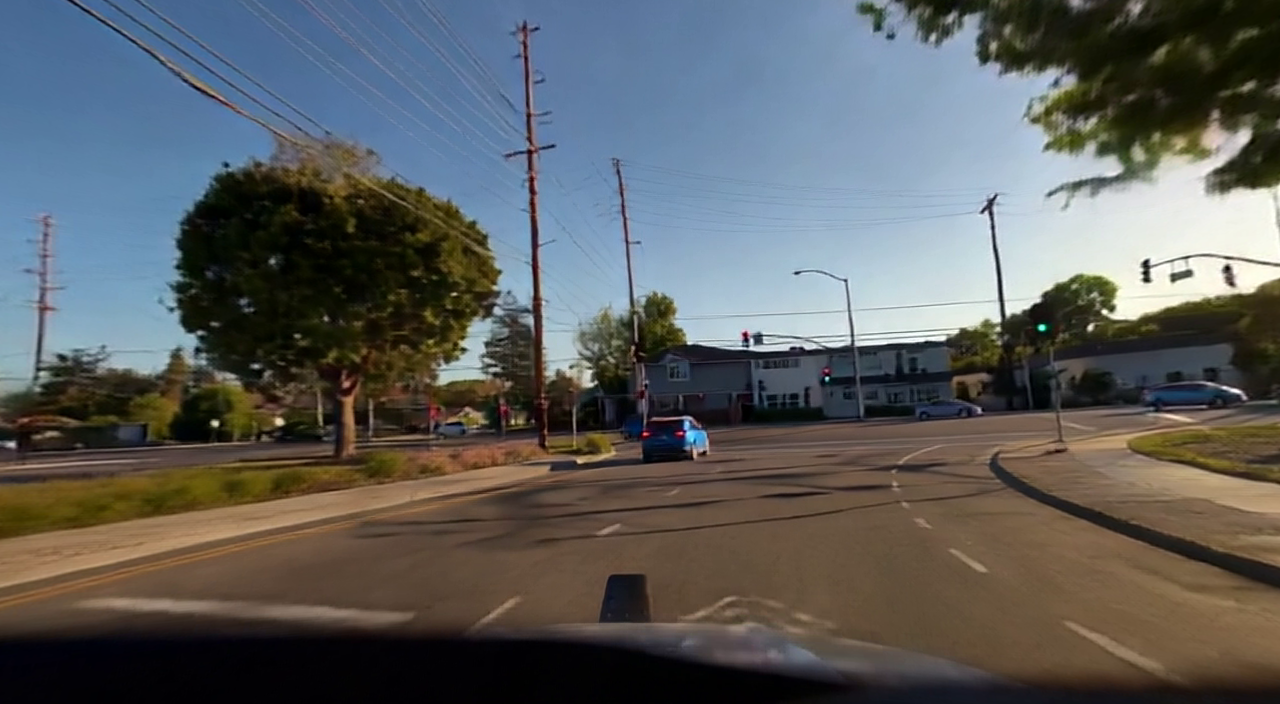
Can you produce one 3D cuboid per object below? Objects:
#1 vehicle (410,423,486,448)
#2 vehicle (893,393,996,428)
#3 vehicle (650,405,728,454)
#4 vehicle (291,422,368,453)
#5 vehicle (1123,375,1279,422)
[{"bbox_3d":[-12.980,5.648,42.585,4.610,1.476,2.021,-3,-4,18],"label":"vehicle"},{"bbox_3d":[16.002,3.109,33.388,4.636,1.668,1.935,-3,-7,20],"label":"vehicle"},{"bbox_3d":[2.053,3.144,24.937,1.928,1.726,4.704,-3,-9,19],"label":"vehicle"},{"bbox_3d":[-22.886,6.326,46.479,4.928,1.843,2.055,-5,-2,17],"label":"vehicle"},{"bbox_3d":[26.217,2.233,29.667,4.950,2.022,2.221,-3,-6,18],"label":"vehicle"}]
